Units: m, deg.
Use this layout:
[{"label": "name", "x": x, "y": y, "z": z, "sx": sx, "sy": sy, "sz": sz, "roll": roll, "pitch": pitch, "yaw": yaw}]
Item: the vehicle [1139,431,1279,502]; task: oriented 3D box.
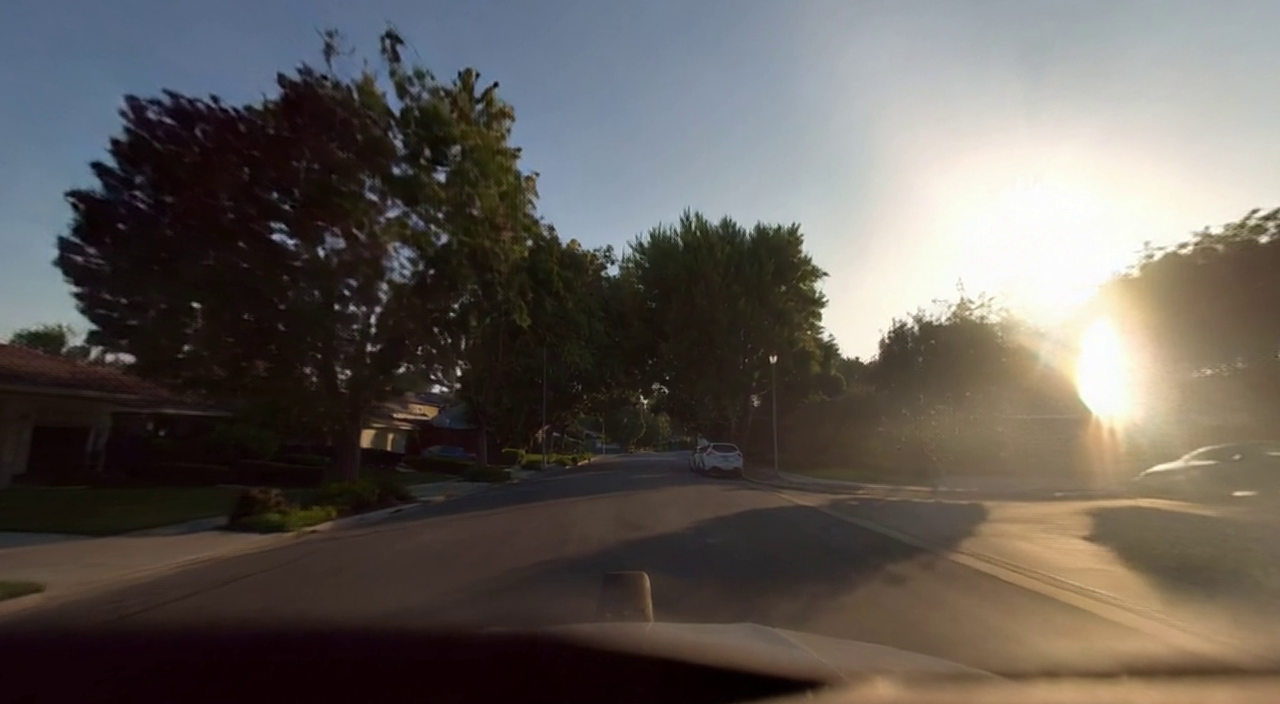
[{"label": "vehicle", "x": 17.419, "y": 3.163, "z": 17.723, "sx": 4.681, "sy": 1.810, "sz": 2.249, "roll": -2, "pitch": -8, "yaw": 5}]

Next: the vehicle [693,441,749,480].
[{"label": "vehicle", "x": 3.899, "y": 5.277, "z": 31.072, "sx": 2.046, "sy": 1.760, "sz": 4.570, "roll": 0, "pitch": -8, "yaw": -1}]

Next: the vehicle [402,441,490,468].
[{"label": "vehicle", "x": -12.410, "y": 6.574, "z": 40.448, "sx": 4.906, "sy": 1.564, "sz": 1.988, "roll": 0, "pitch": -8, "yaw": 7}]
